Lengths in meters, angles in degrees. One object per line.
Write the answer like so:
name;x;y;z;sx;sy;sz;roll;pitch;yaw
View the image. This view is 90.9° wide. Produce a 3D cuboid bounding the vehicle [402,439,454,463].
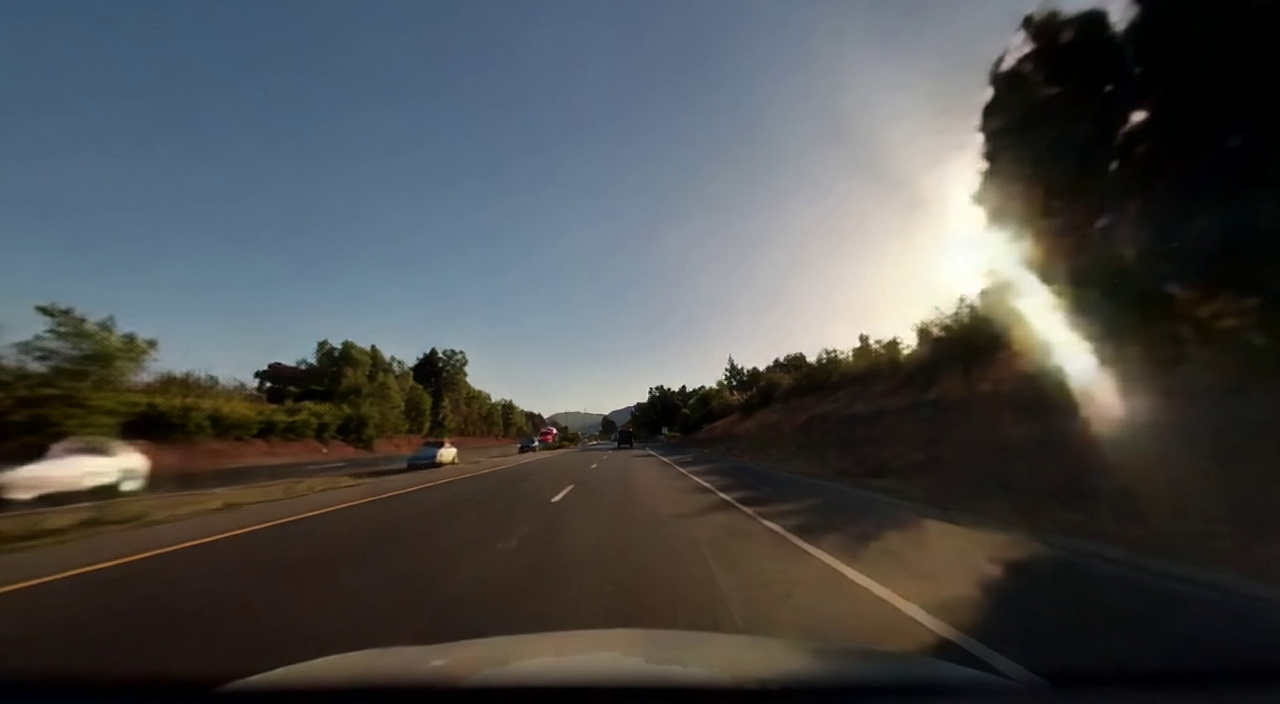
vehicle;-13.464;6.274;40.278;1.859;1.466;4.539;0;-8;-2
